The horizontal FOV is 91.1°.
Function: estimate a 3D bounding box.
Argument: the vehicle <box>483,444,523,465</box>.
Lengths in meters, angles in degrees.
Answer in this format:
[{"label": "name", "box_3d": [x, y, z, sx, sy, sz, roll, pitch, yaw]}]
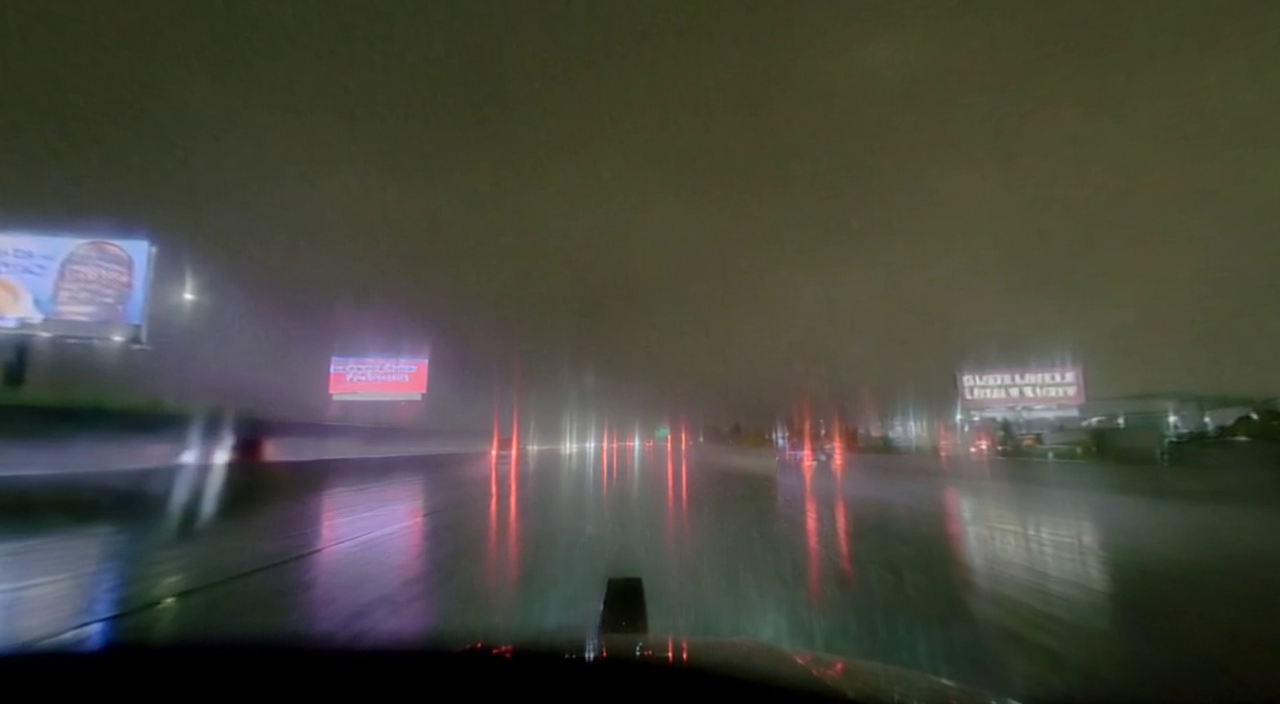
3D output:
[{"label": "vehicle", "box_3d": [-10.231, 7.668, 47.200, 1.974, 1.513, 4.584, 0, -9, 0]}]

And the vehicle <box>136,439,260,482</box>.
[{"label": "vehicle", "box_3d": [-18.565, 4.550, 26.670, 1.962, 1.636, 4.485, 0, -9, 1]}]
